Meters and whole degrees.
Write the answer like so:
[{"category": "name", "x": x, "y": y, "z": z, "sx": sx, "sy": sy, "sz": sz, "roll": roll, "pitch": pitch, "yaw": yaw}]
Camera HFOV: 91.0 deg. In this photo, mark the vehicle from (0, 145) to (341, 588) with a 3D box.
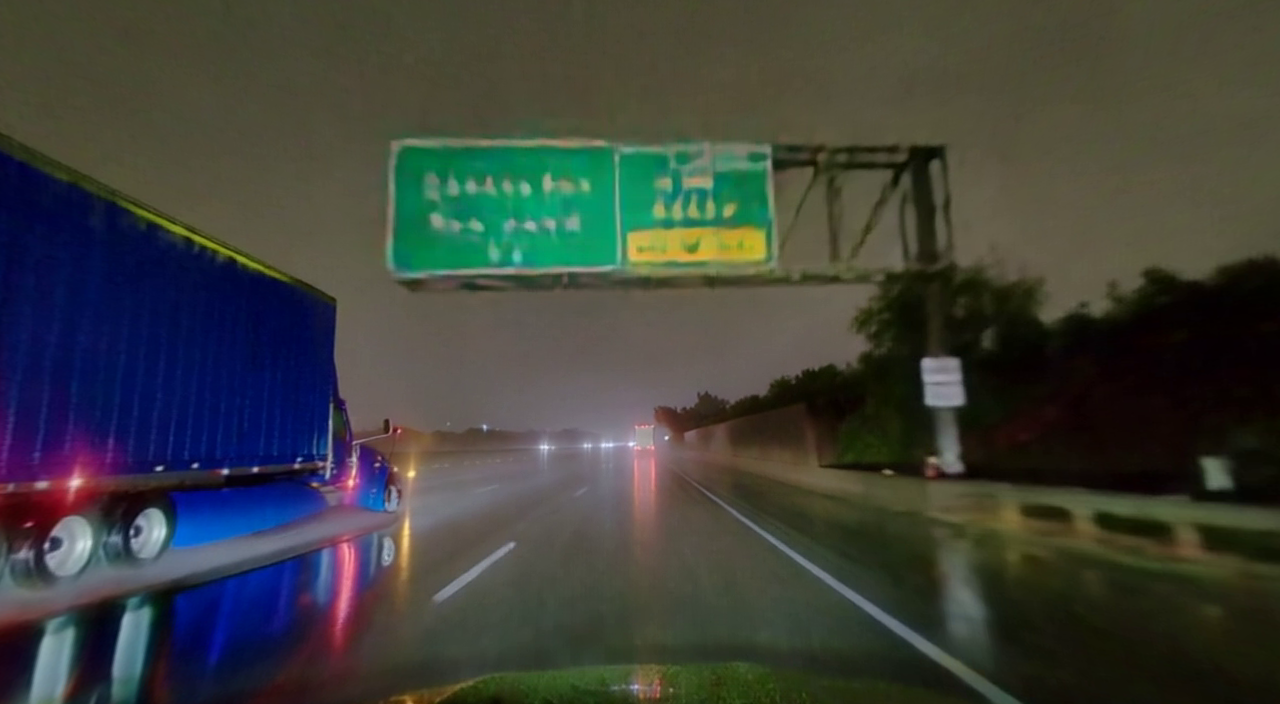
[{"category": "vehicle", "x": -7.226, "y": 0.370, "z": 7.304, "sx": 2.996, "sy": 3.947, "sz": 8.600, "roll": 0, "pitch": -9, "yaw": 1}]
